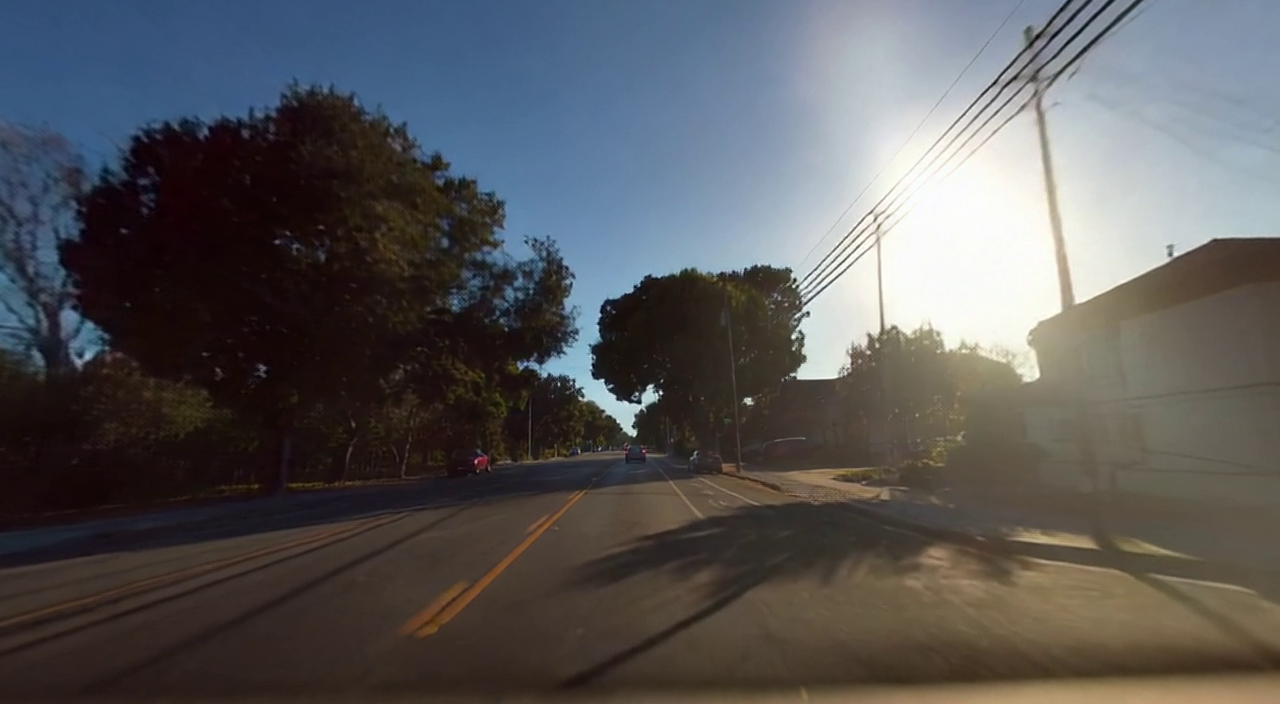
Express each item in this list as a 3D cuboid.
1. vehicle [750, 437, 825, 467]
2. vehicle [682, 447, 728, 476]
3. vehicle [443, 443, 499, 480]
[{"bbox_3d":[10.563,7.196,45.433,4.709,1.743,1.965,-3,-8,-8],"label":"vehicle"},{"bbox_3d":[3.740,6.408,37.197,2.167,1.535,4.464,0,-8,-1],"label":"vehicle"},{"bbox_3d":[-11.144,7.187,41.970,2.111,2.050,5.328,-6,-8,0],"label":"vehicle"}]
